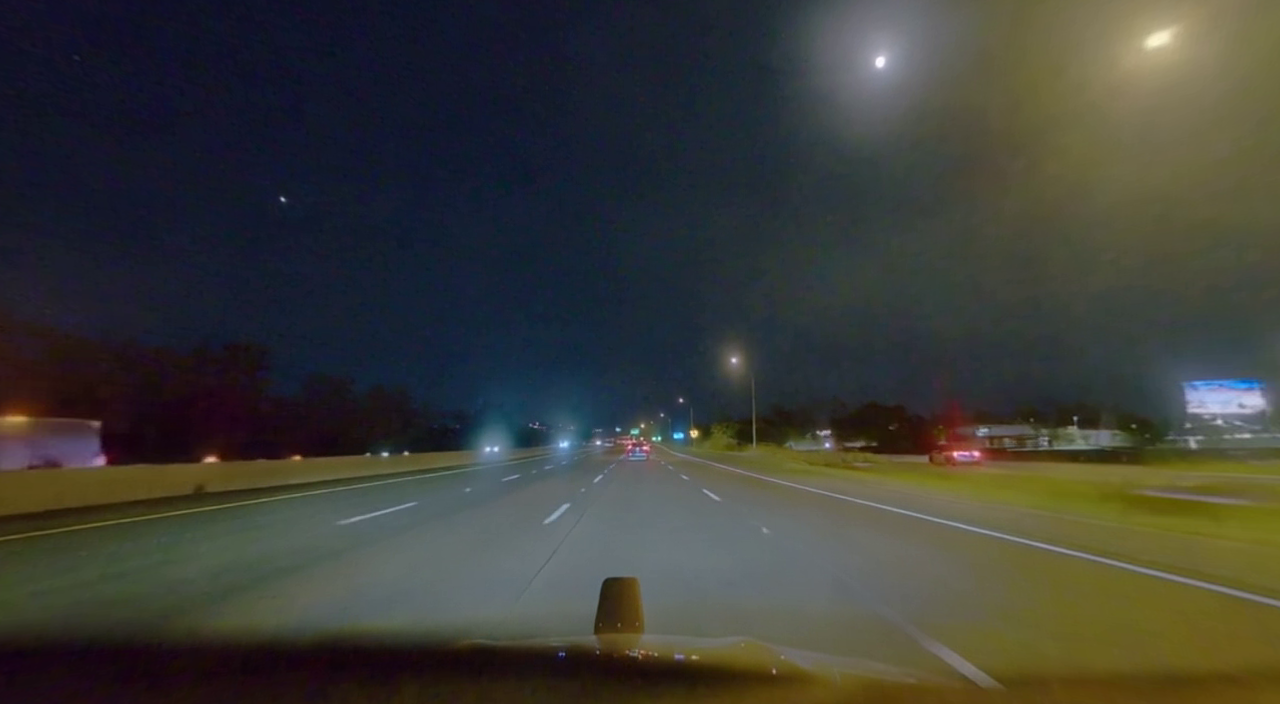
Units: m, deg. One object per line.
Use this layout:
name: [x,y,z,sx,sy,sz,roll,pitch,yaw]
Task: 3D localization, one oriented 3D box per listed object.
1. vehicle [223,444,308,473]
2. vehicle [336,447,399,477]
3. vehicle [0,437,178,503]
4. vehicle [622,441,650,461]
vehicle: [-25.177,7.167,42.827,2.216,1.829,5.798,0,-9,0]
vehicle: [-17.985,7.271,41.905,1.956,1.837,4.700,0,-9,1]
vehicle: [-17.490,3.568,19.678,2.006,1.741,5.547,0,-9,0]
vehicle: [-0.358,7.580,48.277,2.025,1.460,4.189,0,-9,-2]
